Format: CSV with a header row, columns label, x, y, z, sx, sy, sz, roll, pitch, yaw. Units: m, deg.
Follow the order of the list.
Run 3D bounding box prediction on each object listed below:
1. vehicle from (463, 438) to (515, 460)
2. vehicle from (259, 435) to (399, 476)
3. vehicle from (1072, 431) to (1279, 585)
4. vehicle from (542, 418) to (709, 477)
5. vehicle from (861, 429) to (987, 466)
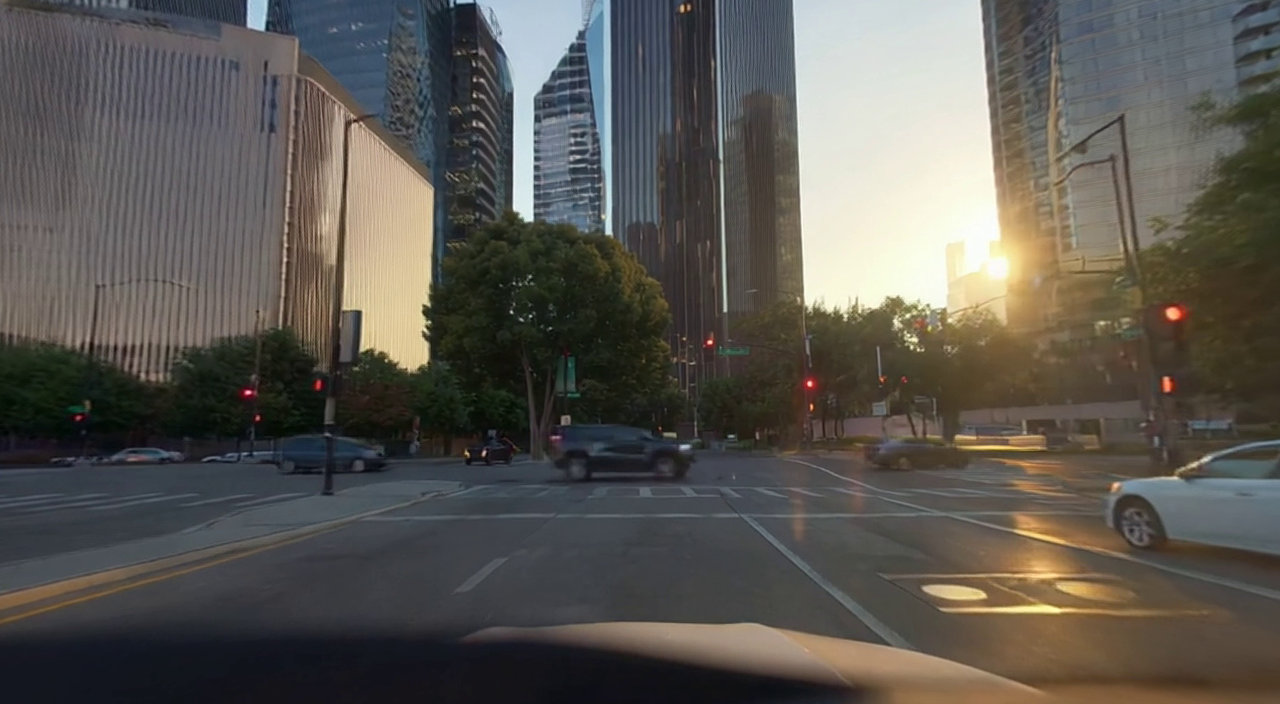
label,x,y,z,sx,sy,sz,roll,pitch,yaw
vehicle,-10.803,6.988,45.493,1.964,1.476,4.593,-2,-9,10
vehicle,-12.097,4.053,24.834,4.482,1.492,1.805,0,-9,-4
vehicle,7.203,1.571,6.531,1.936,1.489,4.885,0,-9,-1
vehicle,-0.546,3.397,22.588,5.659,1.967,2.149,0,-9,-4
vehicle,12.021,4.065,26.883,4.503,1.475,1.789,0,-9,-4
